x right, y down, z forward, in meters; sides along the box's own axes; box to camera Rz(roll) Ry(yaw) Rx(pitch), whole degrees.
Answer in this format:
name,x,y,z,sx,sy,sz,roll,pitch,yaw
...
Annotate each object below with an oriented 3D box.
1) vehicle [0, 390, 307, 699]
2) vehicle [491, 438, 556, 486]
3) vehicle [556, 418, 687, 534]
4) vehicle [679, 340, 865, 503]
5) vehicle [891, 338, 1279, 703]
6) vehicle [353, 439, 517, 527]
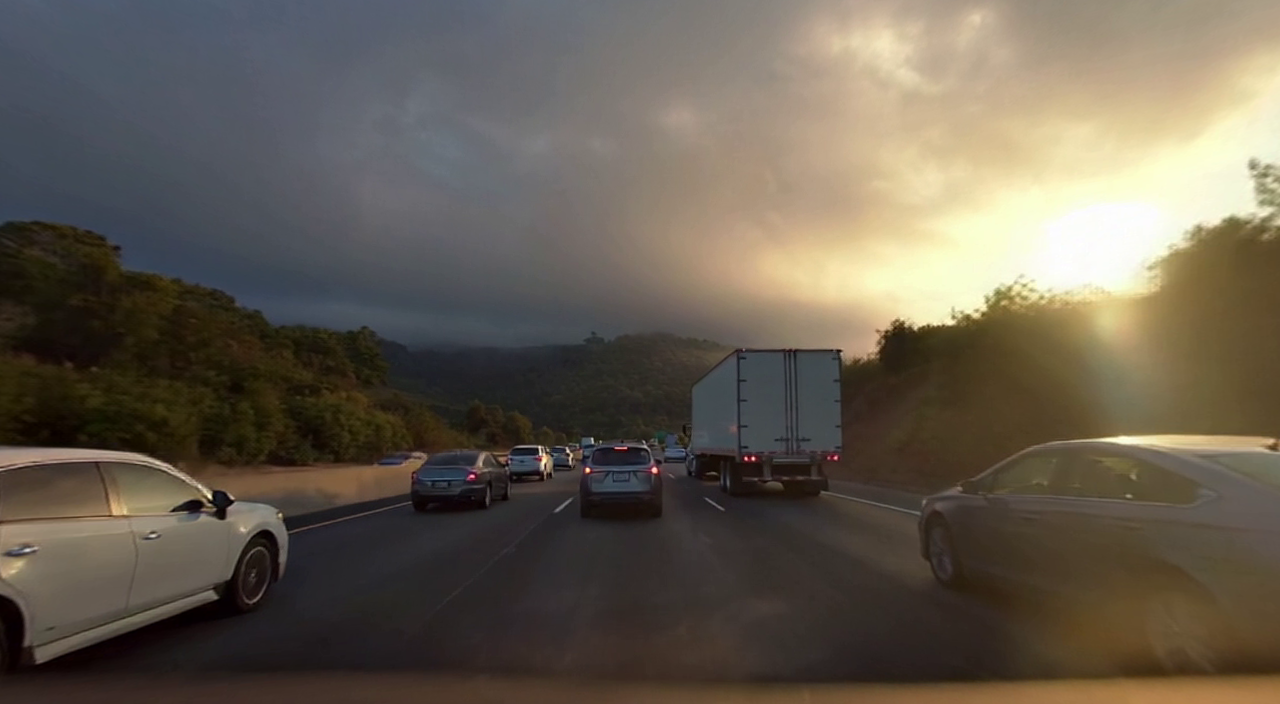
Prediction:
name,x,y,z,sx,sy,sz,roll,pitch,yaw
vehicle,-4.288,1.184,4.369,1.789,1.620,3.841,0,-9,1
vehicle,-4.729,4.513,26.114,1.959,1.808,3.790,0,-9,0
vehicle,-0.303,2.272,12.026,2.037,1.792,4.194,0,-9,0
vehicle,3.807,2.931,23.718,3.186,4.111,15.553,0,-9,-2
vehicle,3.638,1.062,4.065,2.076,1.751,4.666,0,-9,0
vehicle,-3.984,2.612,13.131,1.923,1.503,4.293,0,-9,1
